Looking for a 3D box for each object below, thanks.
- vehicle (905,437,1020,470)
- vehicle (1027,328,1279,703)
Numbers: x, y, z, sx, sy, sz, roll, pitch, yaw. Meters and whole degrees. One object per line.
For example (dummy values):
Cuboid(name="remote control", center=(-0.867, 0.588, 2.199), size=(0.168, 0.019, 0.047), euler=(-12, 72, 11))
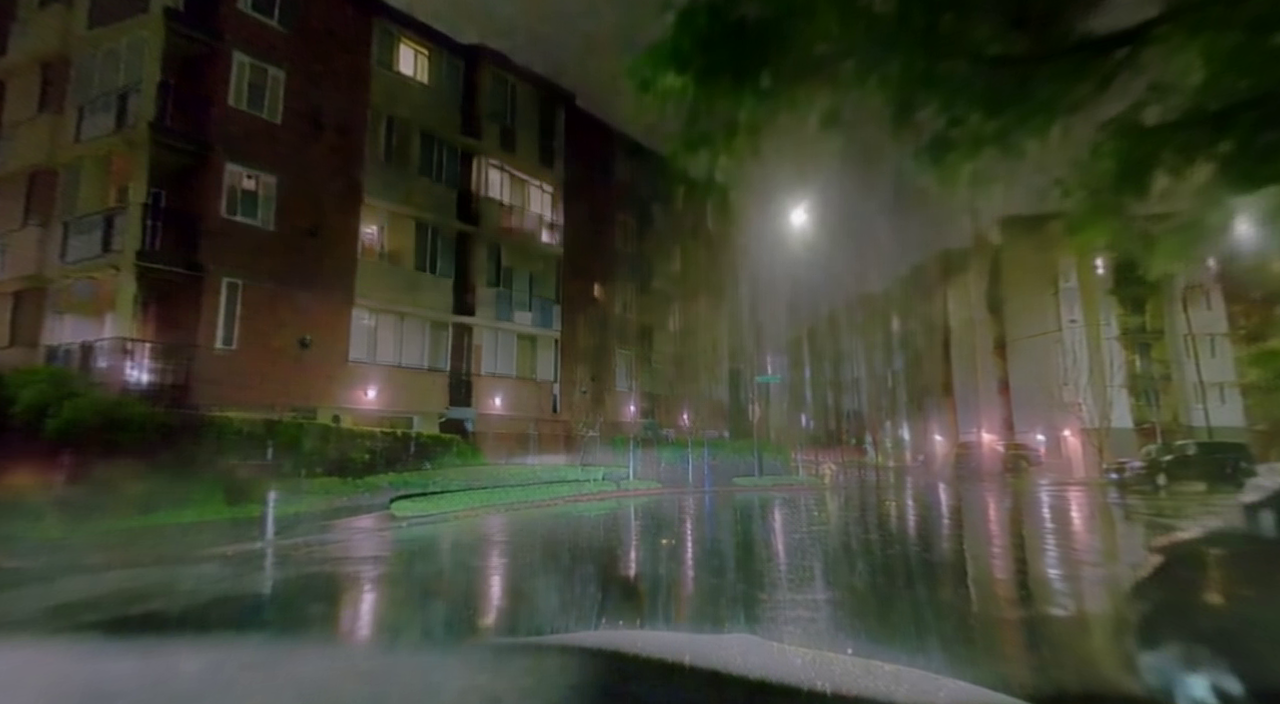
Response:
Cuboid(name="vehicle", center=(15.170, 4.776, 29.775), size=(4.714, 1.458, 1.812), euler=(2, -9, -15))
Cuboid(name="vehicle", center=(3.006, 0.647, 0.942), size=(2.020, 1.734, 4.402), euler=(0, -9, 0))
